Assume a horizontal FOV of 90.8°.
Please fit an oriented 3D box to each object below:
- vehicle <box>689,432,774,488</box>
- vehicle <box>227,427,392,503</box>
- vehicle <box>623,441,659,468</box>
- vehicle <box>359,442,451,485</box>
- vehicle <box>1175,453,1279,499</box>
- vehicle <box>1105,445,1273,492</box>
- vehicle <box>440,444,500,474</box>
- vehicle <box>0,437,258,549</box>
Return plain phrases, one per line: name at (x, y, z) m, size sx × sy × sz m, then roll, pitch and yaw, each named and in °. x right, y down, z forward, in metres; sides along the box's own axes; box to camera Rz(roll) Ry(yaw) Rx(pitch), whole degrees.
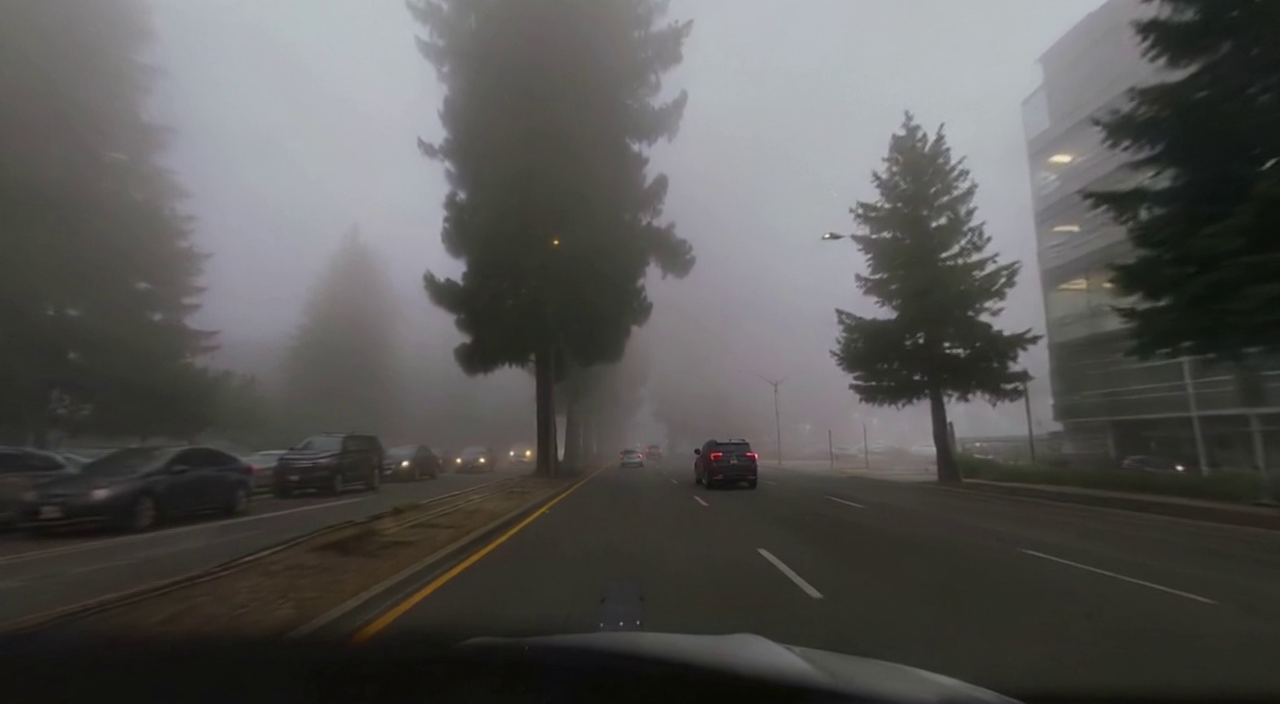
vehicle at (3.159, 3.858, 22.908) m, size 2.235 × 1.806 × 4.818 m, roll 0°, pitch -8°, yaw -2°
vehicle at (-9.038, 3.121, 17.894) m, size 2.024 × 1.822 × 4.824 m, roll 0°, pitch -8°, yaw 0°
vehicle at (0.029, 6.446, 39.950) m, size 2.145 × 1.572 × 4.021 m, roll 0°, pitch -8°, yaw -1°
vehicle at (-8.882, 4.227, 24.281) m, size 1.864 × 1.500 × 4.294 m, roll 0°, pitch -8°, yaw 0°
vehicle at (20.676, 4.133, 21.194) m, size 3.914 × 1.421 × 1.695 m, roll 0°, pitch -8°, yaw -2°
vehicle at (20.558, 4.347, 23.814) m, size 4.519 × 1.657 × 1.944 m, roll 0°, pitch -8°, yaw -2°
vehicle at (-9.065, 5.727, 34.069) m, size 1.938 × 1.464 × 4.340 m, roll 0°, pitch -8°, yaw 1°
vehicle at (-9.022, 2.251, 10.879) m, size 1.955 × 1.484 × 4.608 m, roll 0°, pitch -8°, yaw 0°
